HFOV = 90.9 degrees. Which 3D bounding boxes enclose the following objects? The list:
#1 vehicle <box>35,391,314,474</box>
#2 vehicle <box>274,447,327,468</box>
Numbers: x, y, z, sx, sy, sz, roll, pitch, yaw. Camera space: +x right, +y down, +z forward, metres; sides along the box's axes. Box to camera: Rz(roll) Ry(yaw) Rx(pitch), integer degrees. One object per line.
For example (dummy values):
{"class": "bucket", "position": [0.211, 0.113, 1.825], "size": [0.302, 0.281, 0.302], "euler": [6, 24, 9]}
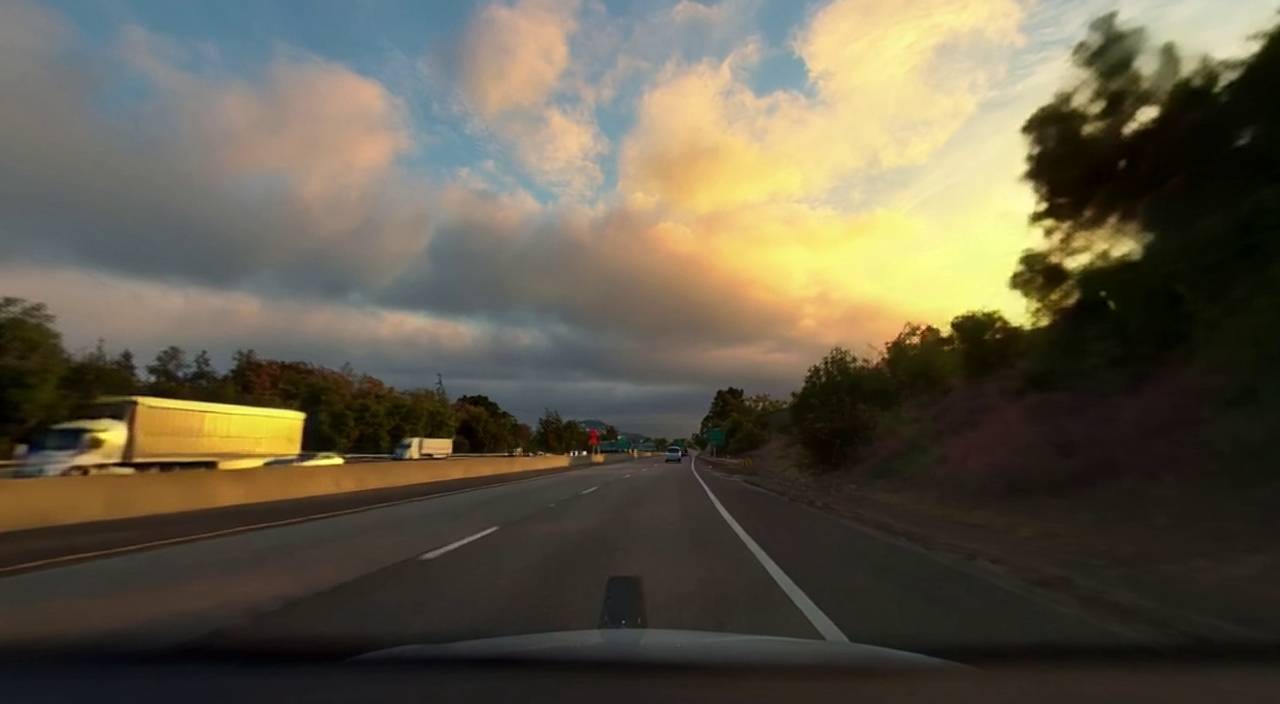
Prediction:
{"class": "vehicle", "position": [-28.894, 5.540, 41.649], "size": [3.620, 4.302, 17.223], "euler": [-1, -9, 7]}
{"class": "vehicle", "position": [-23.708, 7.371, 44.100], "size": [1.508, 1.359, 3.374], "euler": [-1, -9, 7]}
